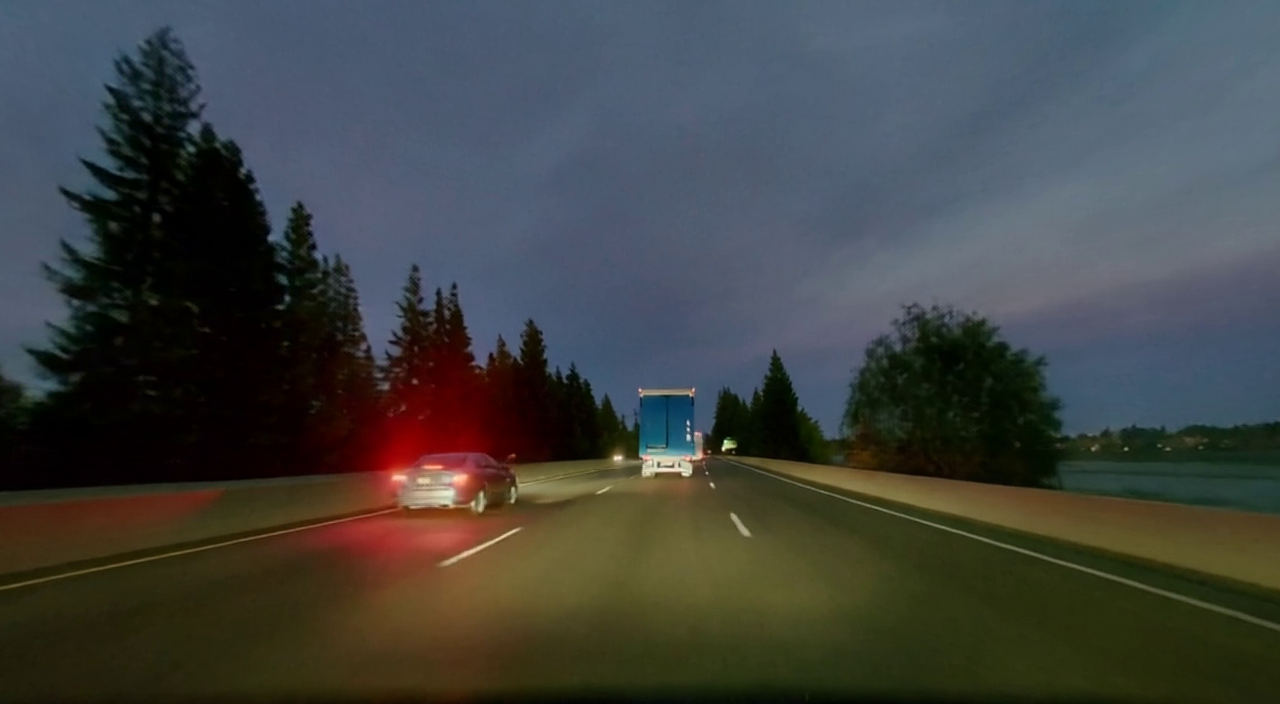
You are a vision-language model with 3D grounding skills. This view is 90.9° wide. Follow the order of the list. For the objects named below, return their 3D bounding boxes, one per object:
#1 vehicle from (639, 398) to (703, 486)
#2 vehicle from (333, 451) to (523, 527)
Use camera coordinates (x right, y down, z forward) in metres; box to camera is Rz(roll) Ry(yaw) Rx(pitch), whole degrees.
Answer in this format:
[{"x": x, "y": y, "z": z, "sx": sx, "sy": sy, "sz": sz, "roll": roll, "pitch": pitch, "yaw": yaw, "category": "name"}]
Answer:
[{"x": 1.799, "y": 4.717, "z": 32.633, "sx": 2.821, "sy": 3.878, "sz": 8.925, "roll": -1, "pitch": -9, "yaw": 6, "category": "vehicle"}, {"x": -4.314, "y": 2.867, "z": 13.915, "sx": 2.133, "sy": 1.358, "sz": 4.870, "roll": -1, "pitch": -9, "yaw": 5, "category": "vehicle"}]
